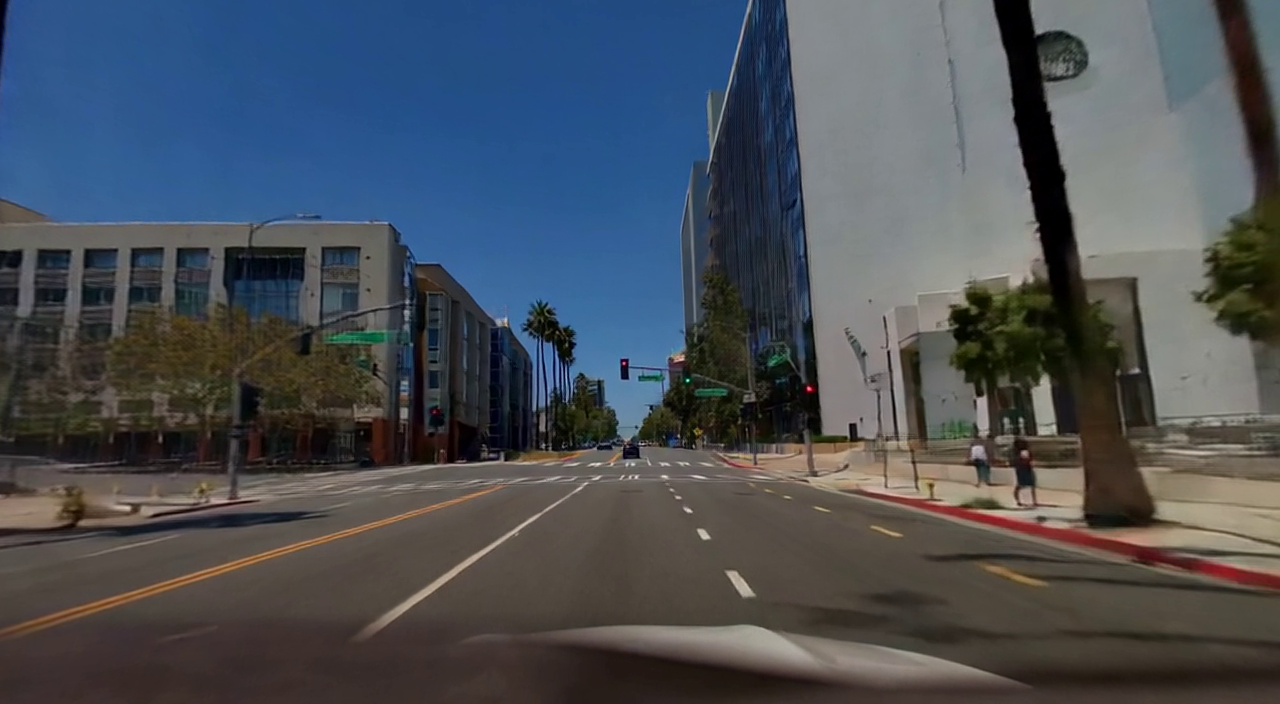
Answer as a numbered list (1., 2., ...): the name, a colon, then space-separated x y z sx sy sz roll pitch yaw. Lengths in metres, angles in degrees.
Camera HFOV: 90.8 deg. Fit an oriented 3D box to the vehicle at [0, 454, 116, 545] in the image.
1. vehicle: -13.202 3.021 12.697 1.913 1.694 4.462 -5 -8 -6
